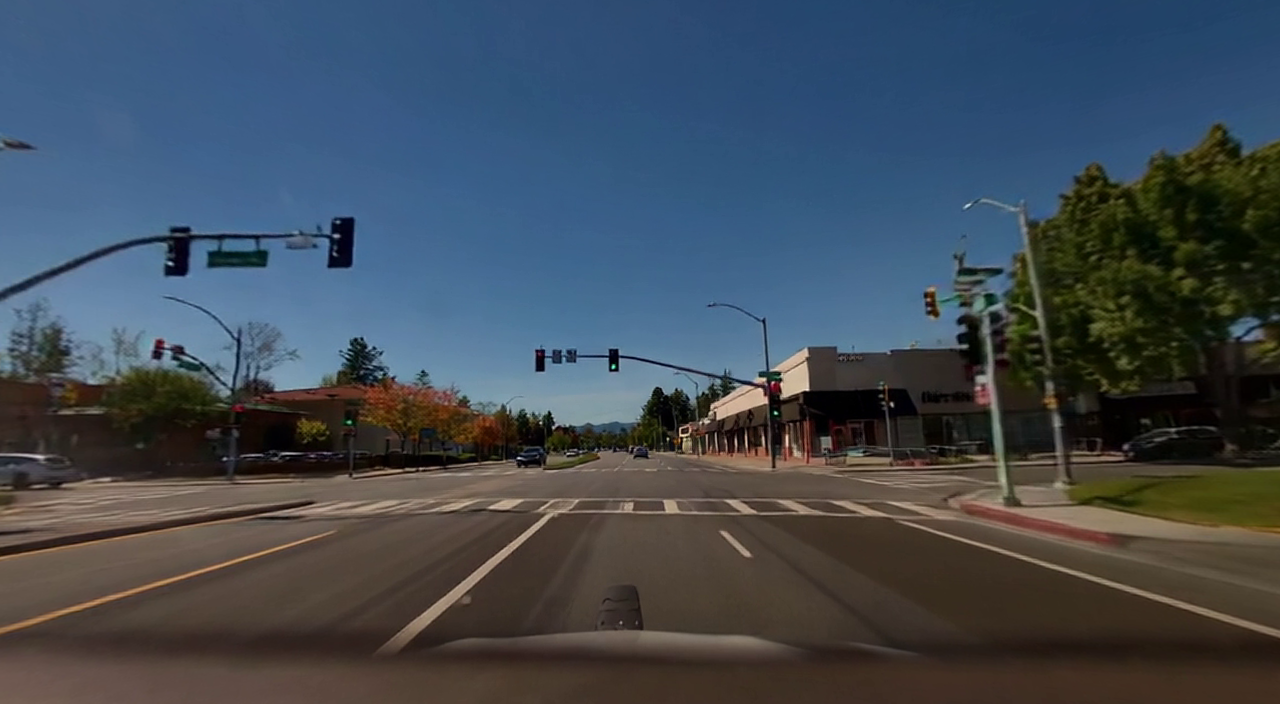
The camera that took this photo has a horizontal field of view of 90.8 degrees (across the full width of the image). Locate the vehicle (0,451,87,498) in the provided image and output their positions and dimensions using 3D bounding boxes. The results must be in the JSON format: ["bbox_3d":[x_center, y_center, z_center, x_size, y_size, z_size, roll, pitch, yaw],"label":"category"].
[{"bbox_3d":[-25.226,4.820,24.948,4.727,1.719,2.095,0,-8,1],"label":"vehicle"}]

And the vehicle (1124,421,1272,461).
[{"bbox_3d":[26.496,4.242,30.158,4.797,1.792,2.345,0,-8,-1],"label":"vehicle"}]

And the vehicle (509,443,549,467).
[{"bbox_3d":[-7.659,7.169,43.893,2.011,1.490,4.472,-3,-10,-1],"label":"vehicle"}]
